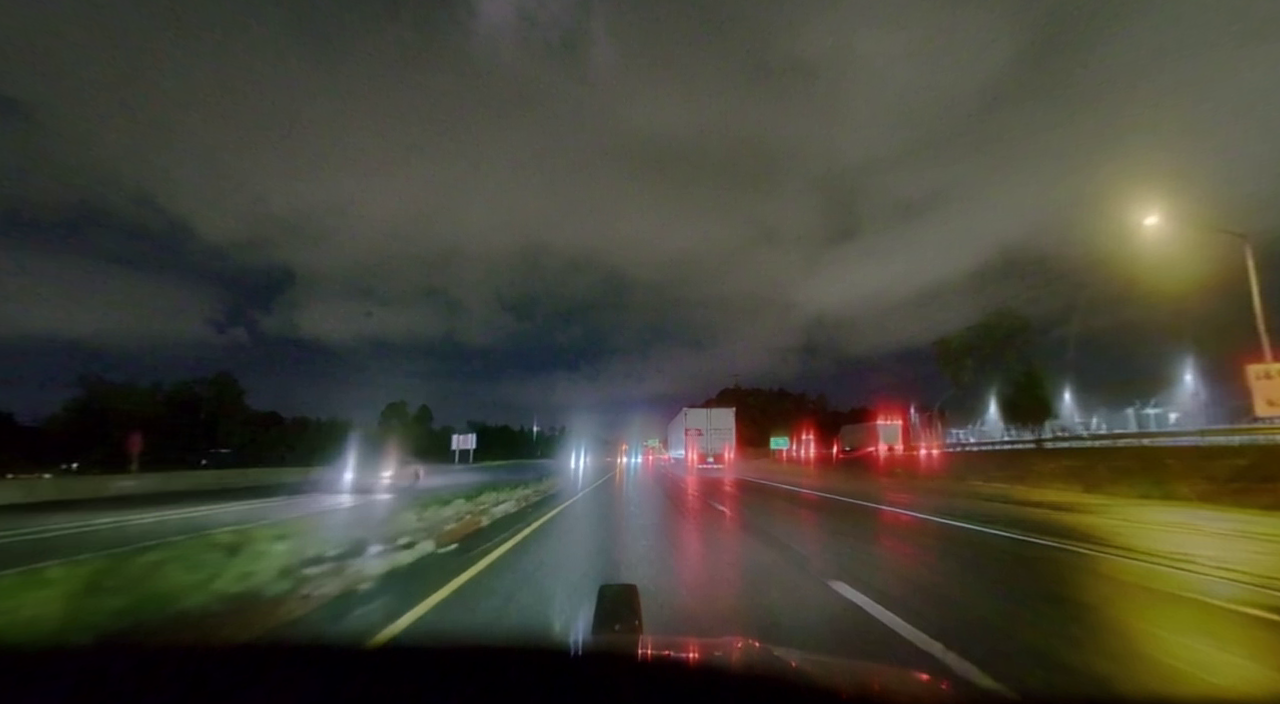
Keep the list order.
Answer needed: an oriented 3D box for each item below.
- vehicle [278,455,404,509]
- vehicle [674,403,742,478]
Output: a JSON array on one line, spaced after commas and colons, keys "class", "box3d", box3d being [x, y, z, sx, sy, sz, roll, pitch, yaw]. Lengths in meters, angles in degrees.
[{"class": "vehicle", "box3d": [-9.161, 3.987, 19.686, 1.908, 1.448, 4.097, 0, -9, 0]}, {"class": "vehicle", "box3d": [4.121, 5.895, 41.258, 3.185, 4.154, 12.638, 0, -9, 1]}]
